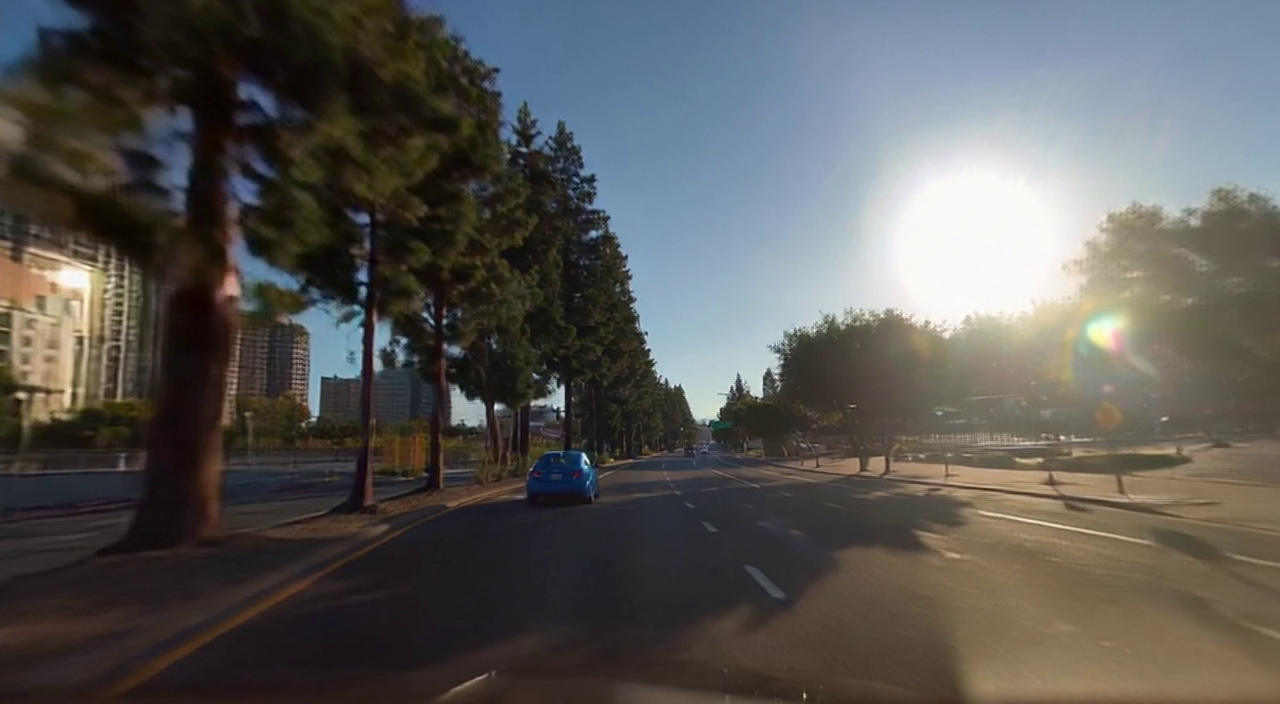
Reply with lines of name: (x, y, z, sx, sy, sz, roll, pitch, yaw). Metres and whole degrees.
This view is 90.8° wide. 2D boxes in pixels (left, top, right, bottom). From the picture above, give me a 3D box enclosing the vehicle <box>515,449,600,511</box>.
vehicle: (-2.189, 3.513, 17.969, 2.042, 1.479, 4.601, 0, -9, -3)
